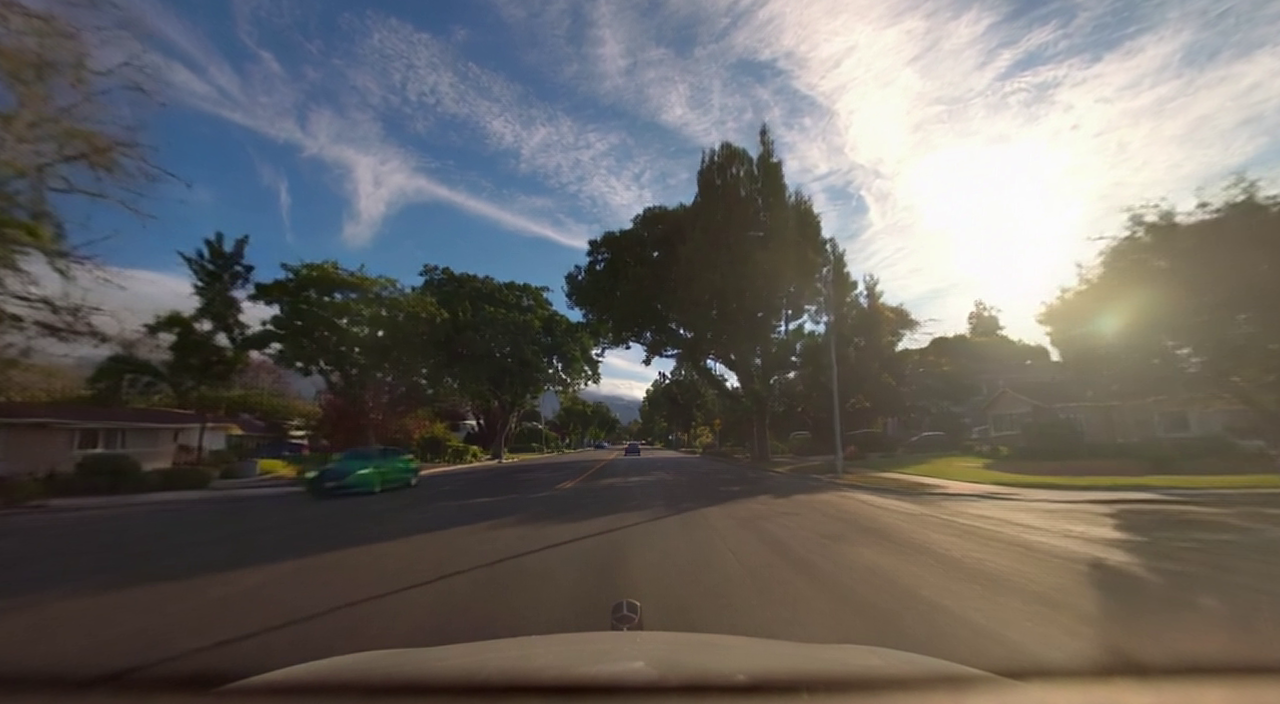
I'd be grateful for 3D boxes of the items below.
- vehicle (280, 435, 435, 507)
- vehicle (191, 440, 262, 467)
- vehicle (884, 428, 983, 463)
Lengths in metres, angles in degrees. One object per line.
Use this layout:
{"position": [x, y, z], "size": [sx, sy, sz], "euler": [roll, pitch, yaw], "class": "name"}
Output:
{"position": [-7.318, 3.111, 17.016], "size": [2.130, 1.635, 4.505], "euler": [0, -8, -1], "class": "vehicle"}
{"position": [-28.245, 6.900, 43.087], "size": [4.542, 1.700, 2.201], "euler": [-5, -10, 31], "class": "vehicle"}
{"position": [21.312, 6.802, 46.011], "size": [6.048, 2.416, 2.158], "euler": [0, -8, 1], "class": "vehicle"}
